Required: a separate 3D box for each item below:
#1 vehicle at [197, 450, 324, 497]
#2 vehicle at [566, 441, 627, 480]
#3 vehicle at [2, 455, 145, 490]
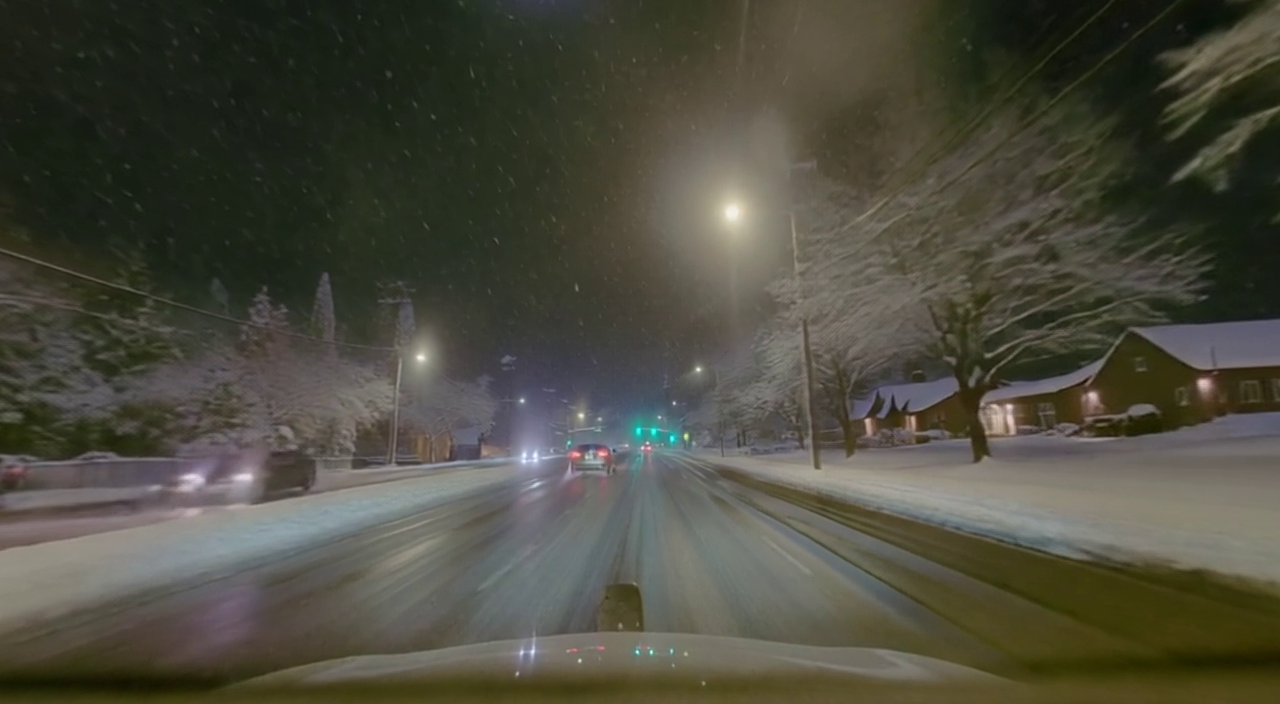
[{"bbox_3d":[-13.643,4.356,23.012,1.939,1.537,4.269,0,-9,0],"label":"vehicle"},{"bbox_3d":[-1.787,4.685,27.400,2.106,1.517,4.375,0,-9,3],"label":"vehicle"},{"bbox_3d":[-26.401,5.615,29.487,4.586,1.492,1.884,1,-9,-7],"label":"vehicle"}]
